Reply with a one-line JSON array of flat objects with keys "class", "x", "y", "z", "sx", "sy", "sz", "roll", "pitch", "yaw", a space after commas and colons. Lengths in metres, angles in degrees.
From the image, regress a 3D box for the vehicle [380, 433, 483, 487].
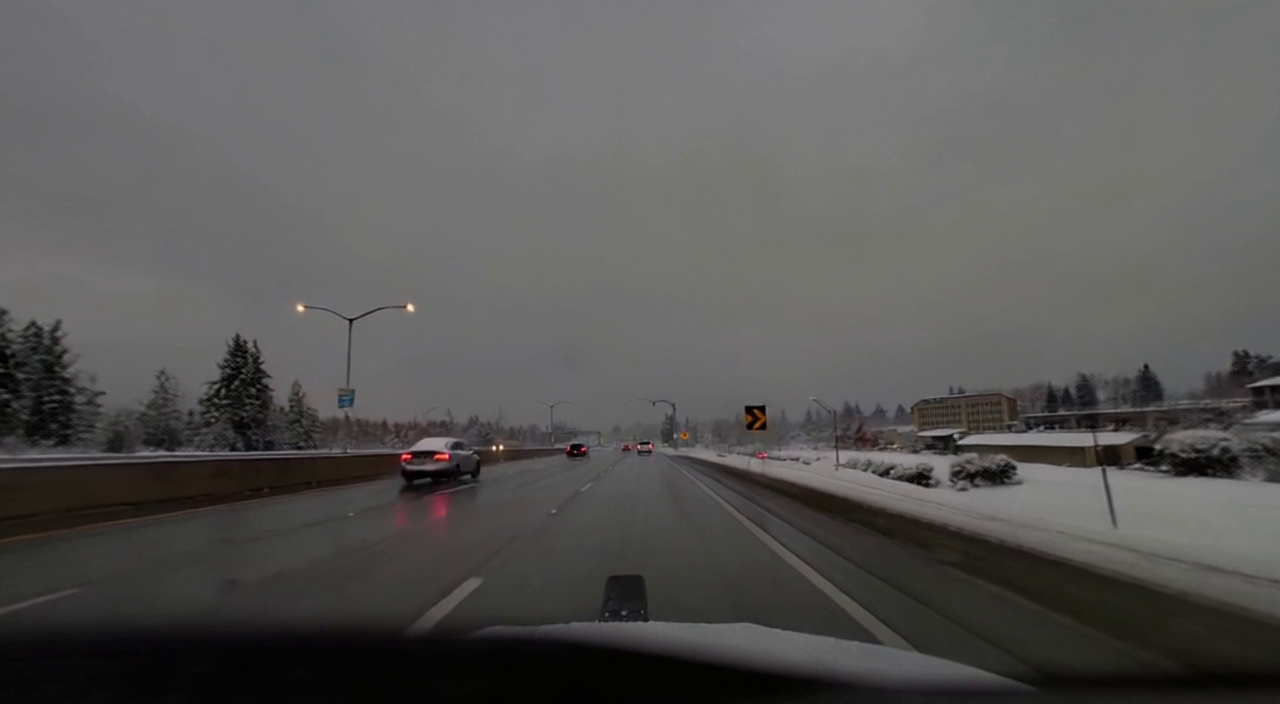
[{"class": "vehicle", "x": -7.209, "y": 3.767, "z": 22.385, "sx": 2.088, "sy": 1.678, "sz": 4.426, "roll": -1, "pitch": -8, "yaw": 1}]
